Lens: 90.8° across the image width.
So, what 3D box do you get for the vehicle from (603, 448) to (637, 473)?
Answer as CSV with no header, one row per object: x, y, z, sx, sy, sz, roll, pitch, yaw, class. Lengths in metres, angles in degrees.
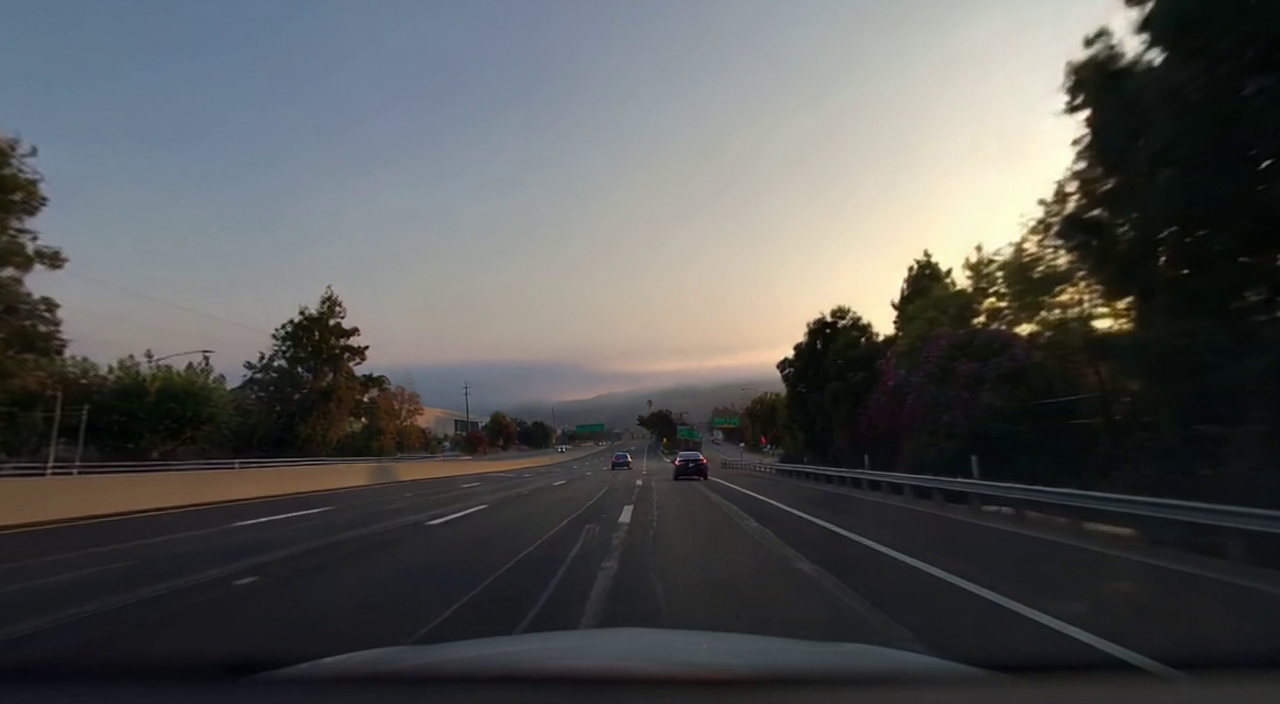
-1.356,7.762,45.279,2.127,1.692,4.382,0,-9,2,vehicle

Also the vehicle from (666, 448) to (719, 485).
2.319,5.202,28.969,2.029,1.528,4.644,0,-9,0,vehicle
